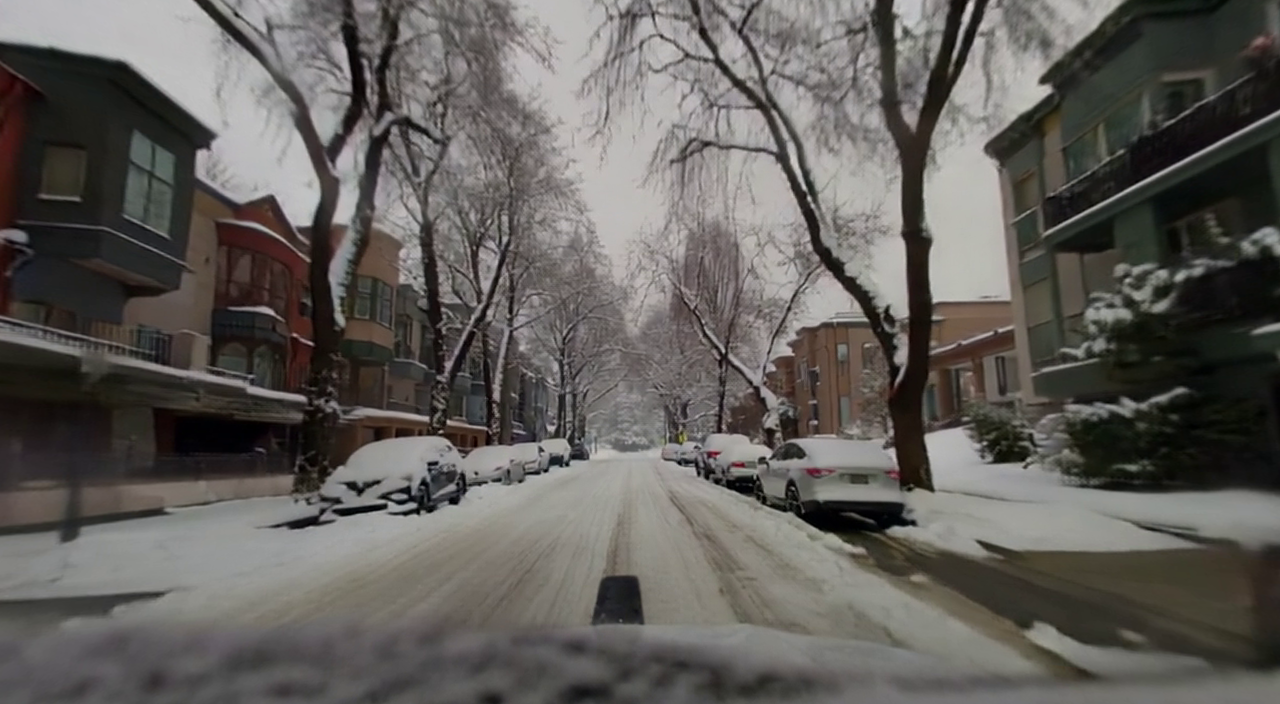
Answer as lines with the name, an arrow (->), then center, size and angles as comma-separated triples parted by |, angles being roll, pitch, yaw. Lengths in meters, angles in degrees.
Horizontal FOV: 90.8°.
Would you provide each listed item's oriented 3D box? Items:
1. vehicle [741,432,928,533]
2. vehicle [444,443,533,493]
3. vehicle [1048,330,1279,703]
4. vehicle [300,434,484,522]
vehicle -> 3.772, 2.614, 13.454 | 2.187, 1.699, 5.038 | 0, -8, -2
vehicle -> -5.708, 4.385, 24.578 | 2.256, 1.590, 5.488 | -3, -8, -2
vehicle -> 3.947, 0.585, 0.962 | 2.473, 1.895, 6.050 | 0, -10, -2
vehicle -> -5.620, 2.891, 15.301 | 2.222, 1.735, 5.215 | 0, -8, 1
